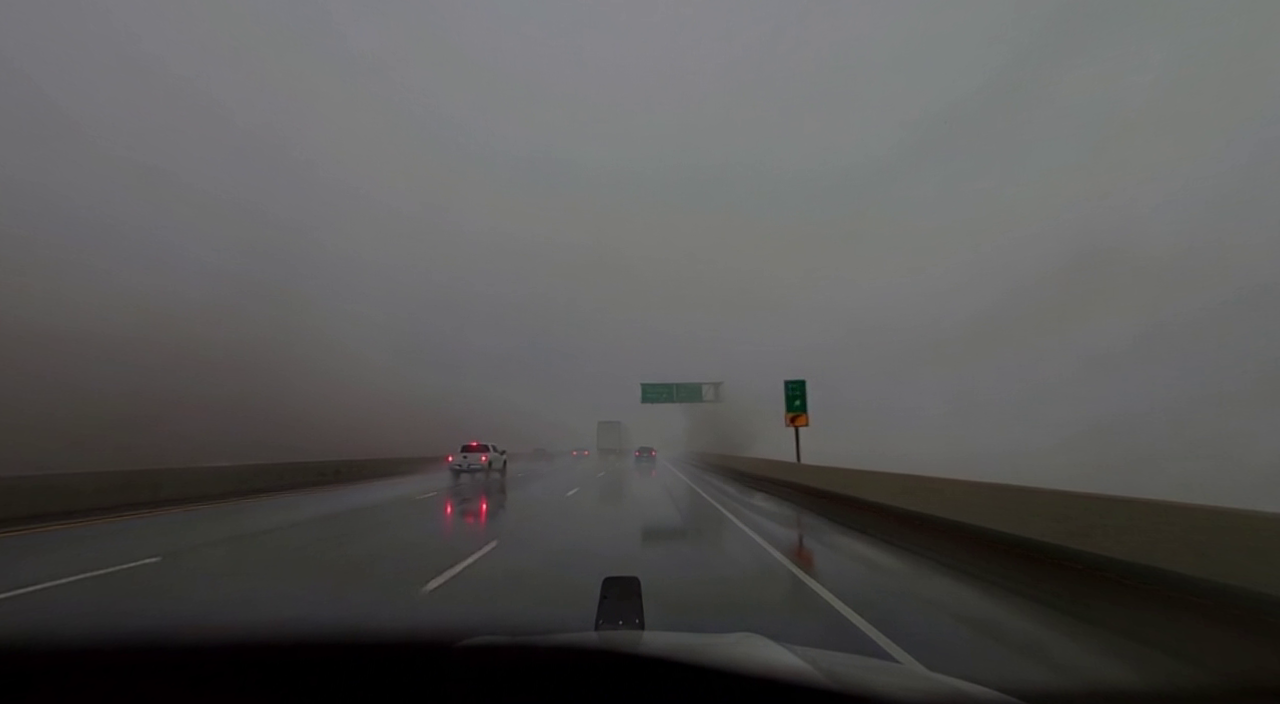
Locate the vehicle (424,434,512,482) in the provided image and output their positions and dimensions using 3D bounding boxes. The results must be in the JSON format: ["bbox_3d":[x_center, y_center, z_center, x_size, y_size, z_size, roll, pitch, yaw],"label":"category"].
[{"bbox_3d":[-7.150,4.472,26.875,2.115,1.778,5.572,0,-9,1],"label":"vehicle"}]

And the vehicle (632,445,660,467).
[{"bbox_3d":[0.463,7.426,45.170,1.931,1.528,4.126,0,-9,1],"label":"vehicle"}]
